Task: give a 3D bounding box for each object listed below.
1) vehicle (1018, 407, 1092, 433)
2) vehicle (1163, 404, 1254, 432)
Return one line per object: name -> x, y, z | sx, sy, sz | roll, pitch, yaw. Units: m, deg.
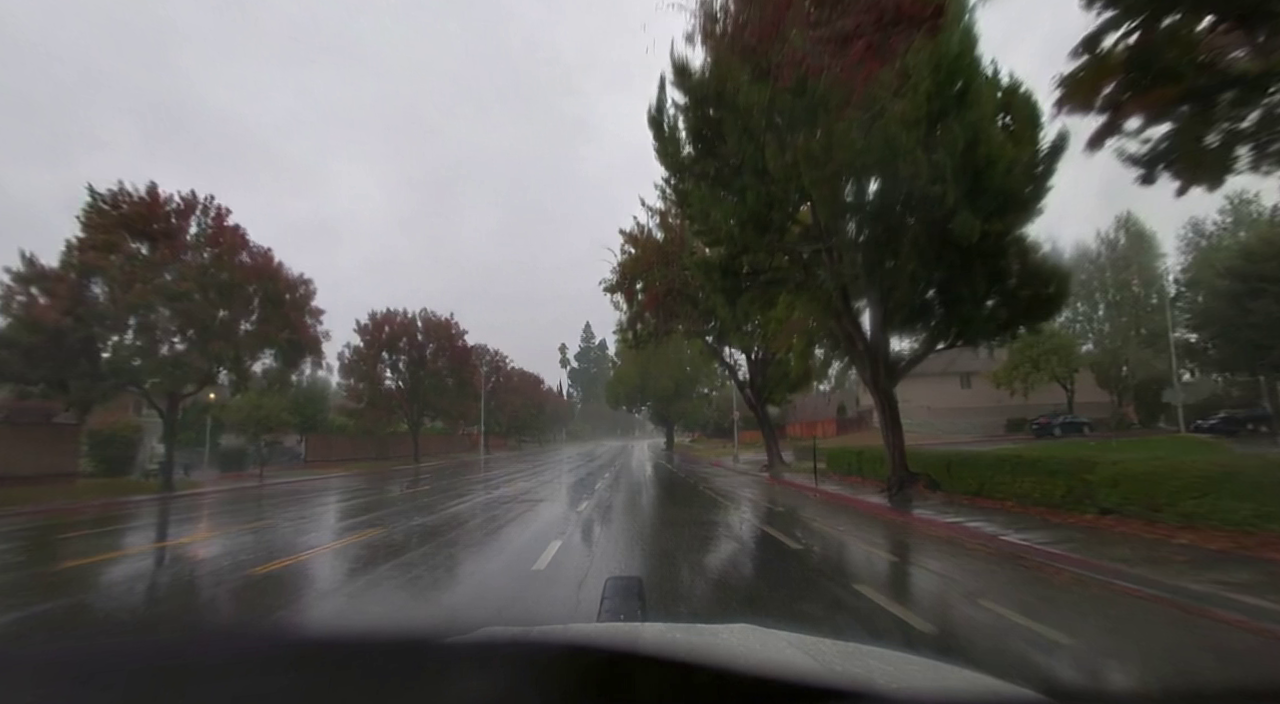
vehicle -> 28.155, 4.685, 43.067 | 1.797, 1.563, 4.669 | 0, -8, 0
vehicle -> 37.098, 4.375, 41.398 | 1.838, 1.508, 4.463 | -3, -9, 1
